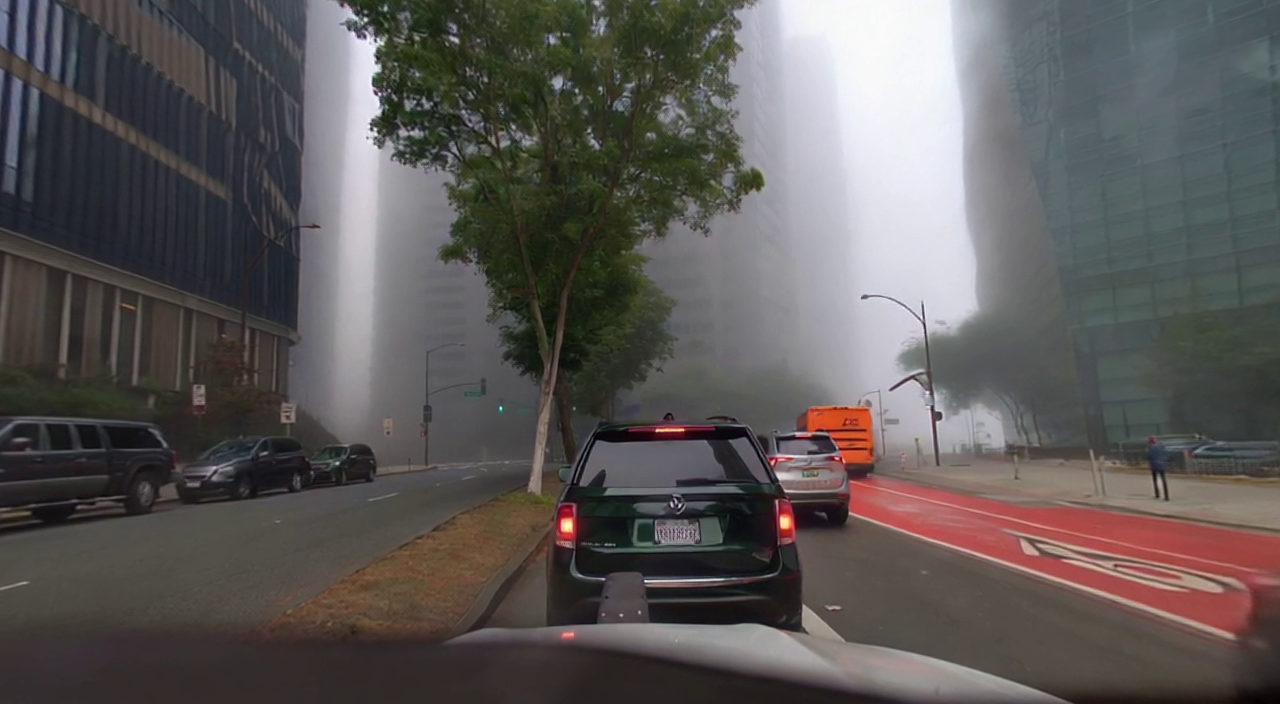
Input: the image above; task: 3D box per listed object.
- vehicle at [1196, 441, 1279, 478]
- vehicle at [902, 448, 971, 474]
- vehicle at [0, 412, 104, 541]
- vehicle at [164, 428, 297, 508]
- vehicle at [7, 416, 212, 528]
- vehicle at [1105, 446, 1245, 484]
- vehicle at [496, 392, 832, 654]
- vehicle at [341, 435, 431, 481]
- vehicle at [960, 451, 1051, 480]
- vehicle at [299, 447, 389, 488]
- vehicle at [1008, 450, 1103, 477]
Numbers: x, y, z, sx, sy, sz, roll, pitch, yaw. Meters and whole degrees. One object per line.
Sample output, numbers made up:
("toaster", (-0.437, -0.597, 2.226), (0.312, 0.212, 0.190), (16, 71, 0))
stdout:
("vehicle", (36.604, 6.281, 37.128), (5.476, 2.081, 2.053), (-6, -10, 33))
("vehicle", (21.880, 7.995, 46.597), (4.211, 1.820, 2.094), (-6, -10, 35))
("vehicle", (-10.499, 1.918, 9.756), (1.543, 1.946, 3.454), (1, -9, -6))
("vehicle", (-11.223, 3.163, 17.621), (1.559, 1.973, 3.419), (1, -9, -5))
("vehicle", (-10.871, 2.444, 13.292), (1.482, 2.019, 3.297), (0, -9, -4))
("vehicle", (30.848, 6.507, 36.761), (5.890, 1.996, 2.155), (-6, -10, 34))
("vehicle", (0.203, 1.427, 6.292), (2.192, 1.695, 4.142), (0, -8, 1))
("vehicle", (-12.081, 5.072, 30.579), (2.338, 1.963, 5.740), (0, -9, -4))
("vehicle", (23.866, 7.373, 41.301), (4.956, 1.706, 1.822), (-6, -10, 33))
("vehicle", (-11.584, 4.505, 25.067), (1.791, 1.463, 4.210), (0, -9, -4))
("vehicle", (27.980, 7.494, 42.663), (5.153, 1.626, 1.895), (-6, -10, 33))
